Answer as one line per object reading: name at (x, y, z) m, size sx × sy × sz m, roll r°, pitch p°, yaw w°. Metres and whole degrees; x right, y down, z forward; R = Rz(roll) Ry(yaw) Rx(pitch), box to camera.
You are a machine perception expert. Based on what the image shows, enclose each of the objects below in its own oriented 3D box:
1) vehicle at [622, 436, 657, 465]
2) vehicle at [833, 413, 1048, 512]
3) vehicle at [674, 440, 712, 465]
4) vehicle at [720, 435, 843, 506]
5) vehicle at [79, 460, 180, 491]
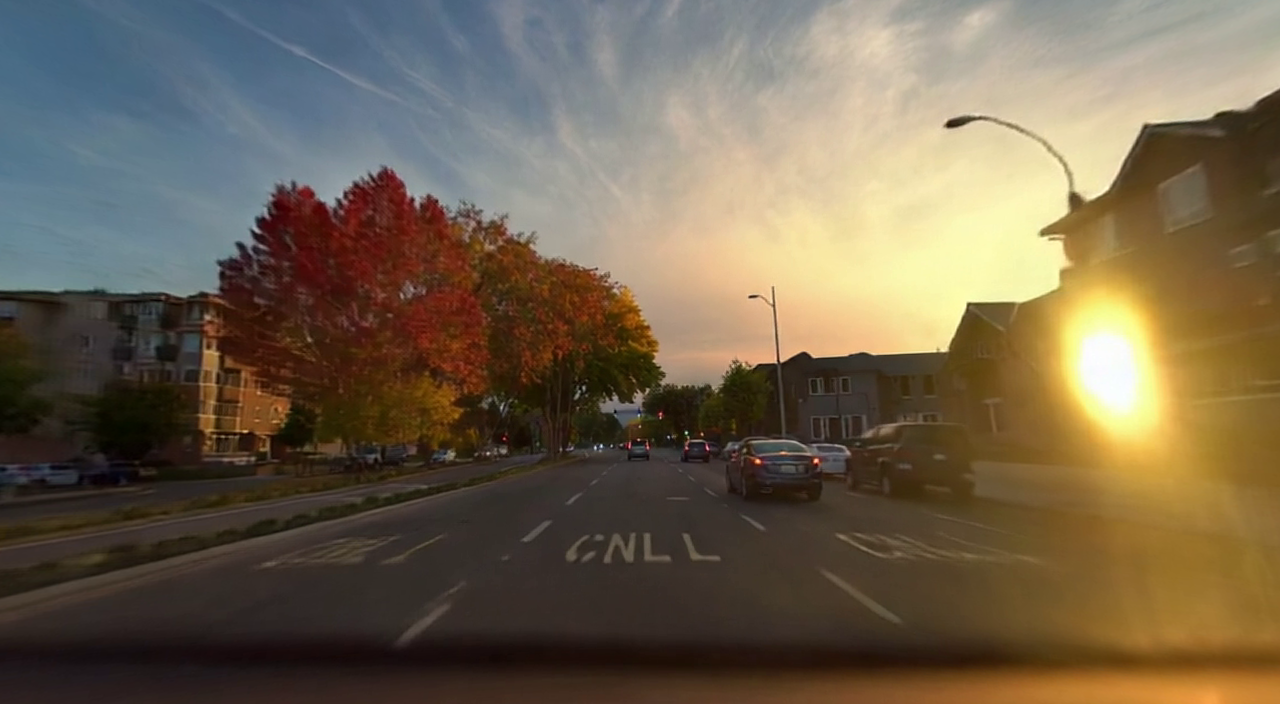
vehicle at (-0.039, 6.709, 43.157) m, size 2.239 × 1.856 × 4.815 m, roll 0°, pitch -9°, yaw 0°
vehicle at (6.842, 2.624, 15.418) m, size 2.378 × 1.946 × 5.826 m, roll 0°, pitch -9°, yaw 0°
vehicle at (3.488, 6.687, 42.099) m, size 2.178 × 1.546 × 4.311 m, roll 0°, pitch -9°, yaw 0°
vehicle at (3.359, 2.910, 15.916) m, size 1.977 × 1.498 × 4.521 m, roll 0°, pitch -9°, yaw -1°
vehicle at (-30.581, 7.410, 37.776) m, size 4.370 × 1.725 × 2.052 m, roll -1°, pitch -9°, yaw 5°
